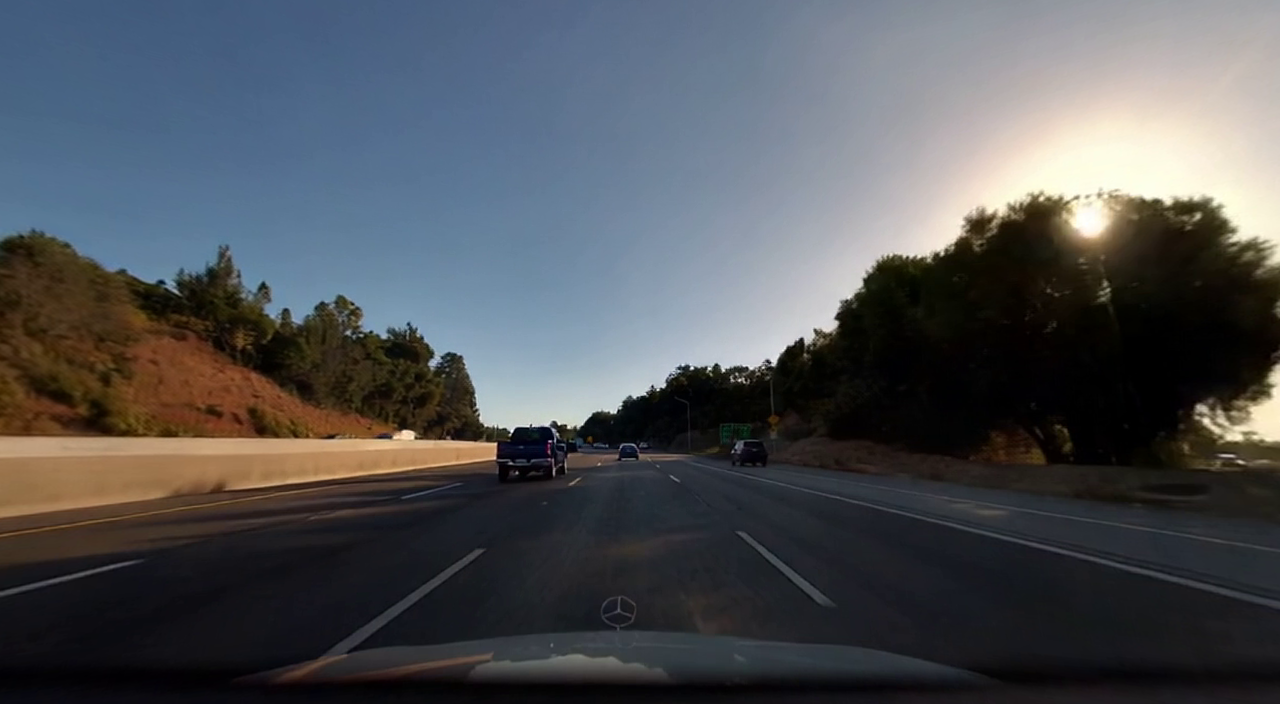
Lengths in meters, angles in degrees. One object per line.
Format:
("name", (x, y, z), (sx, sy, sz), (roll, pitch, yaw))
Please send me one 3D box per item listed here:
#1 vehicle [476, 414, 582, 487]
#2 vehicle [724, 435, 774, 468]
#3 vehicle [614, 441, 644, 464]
("vehicle", (-3.652, 3.437, 22.228), (2.592, 2.179, 6.034), (0, -9, 0))
("vehicle", (6.677, 6.191, 39.402), (2.103, 1.898, 5.310), (0, -9, -1))
("vehicle", (-0.787, 7.563, 47.515), (2.157, 1.642, 4.189), (0, -9, -1))
